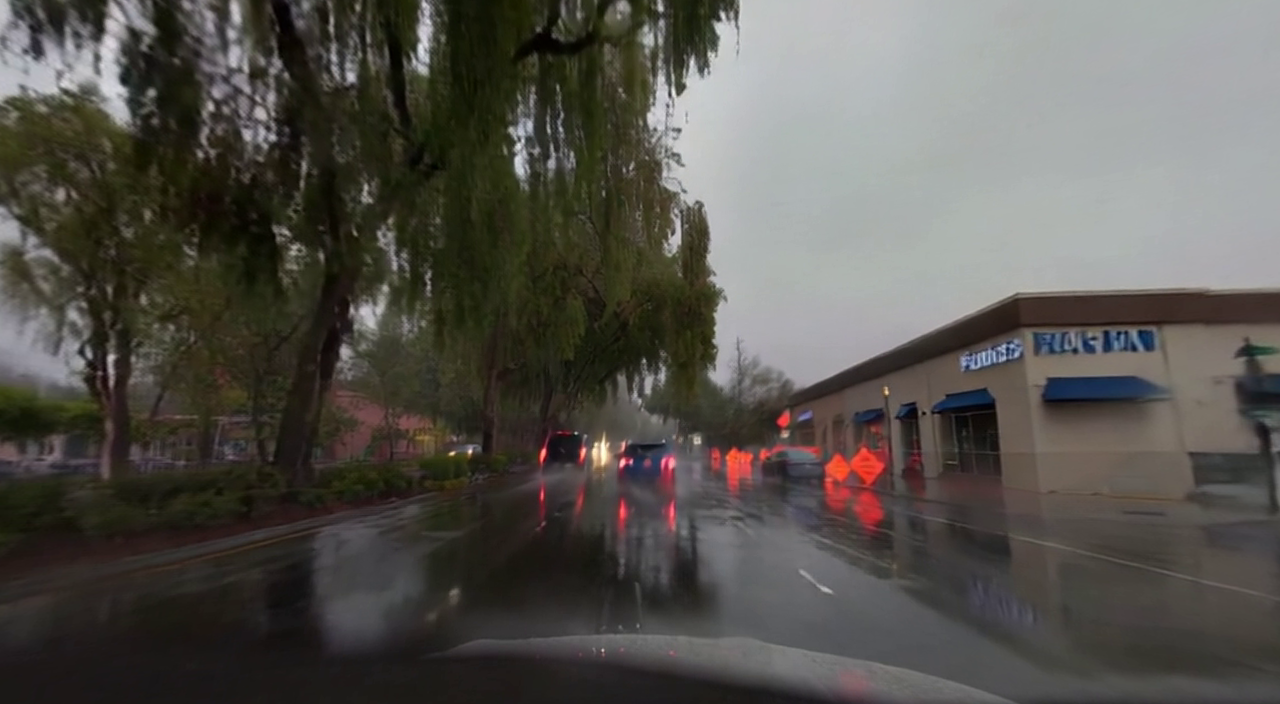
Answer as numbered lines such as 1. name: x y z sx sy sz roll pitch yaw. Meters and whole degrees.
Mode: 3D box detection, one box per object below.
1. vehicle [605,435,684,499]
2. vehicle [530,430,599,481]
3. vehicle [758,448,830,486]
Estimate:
1. vehicle: 0.090 3.485 19.525 2.168 1.725 4.192 0 -9 -1
2. vehicle: -3.256 4.649 28.599 2.357 2.063 5.488 0 -9 1
3. vehicle: 6.842 5.145 28.536 2.076 1.535 4.460 1 -9 -1
